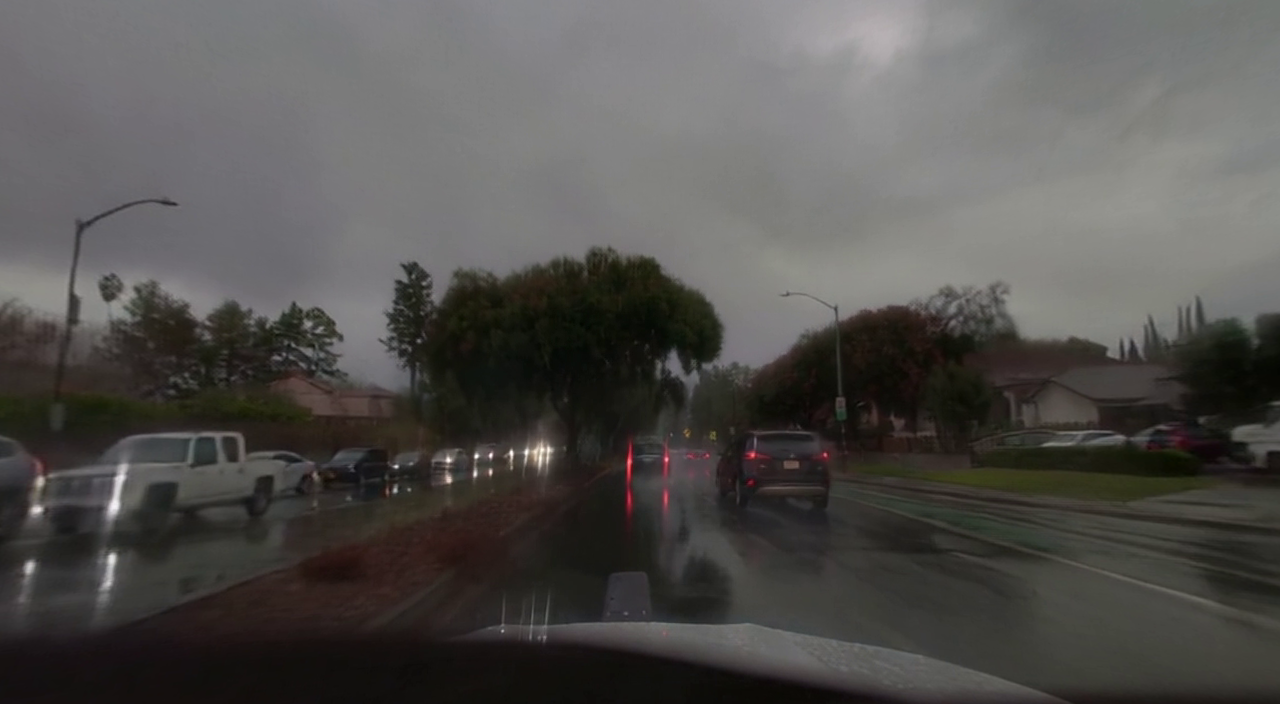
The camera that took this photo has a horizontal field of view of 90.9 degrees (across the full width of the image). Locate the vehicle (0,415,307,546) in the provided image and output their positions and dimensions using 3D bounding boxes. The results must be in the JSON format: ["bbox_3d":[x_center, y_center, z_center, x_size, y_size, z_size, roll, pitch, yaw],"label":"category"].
[{"bbox_3d":[-8.794,2.296,11.984,2.182,1.939,4.889,0,-8,0],"label":"vehicle"}]

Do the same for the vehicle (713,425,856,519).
[{"bbox_3d":[3.063,2.651,14.474,2.166,1.799,4.372,0,-8,-1],"label":"vehicle"}]

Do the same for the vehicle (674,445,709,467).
[{"bbox_3d":[3.602,7.359,44.841,2.096,1.489,4.757,0,-8,0],"label":"vehicle"}]

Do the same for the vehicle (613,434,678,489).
[{"bbox_3d":[0.181,3.983,23.255,2.185,1.822,4.391,0,-8,0],"label":"vehicle"}]

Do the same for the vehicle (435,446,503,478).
[{"bbox_3d":[-8.709,5.609,32.603,2.140,1.510,5.005,0,-8,0],"label":"vehicle"}]

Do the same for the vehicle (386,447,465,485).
[{"bbox_3d":[-8.742,4.672,26.097,1.786,1.422,4.021,0,-8,1],"label":"vehicle"}]

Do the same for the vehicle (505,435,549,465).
[{"bbox_3d":[-8.660,7.591,48.987,2.037,2.113,7.185,0,-8,1],"label":"vehicle"}]

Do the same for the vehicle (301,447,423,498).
[{"bbox_3d":[-8.885,3.855,20.627,1.923,1.433,4.450,0,-8,1],"label":"vehicle"}]
